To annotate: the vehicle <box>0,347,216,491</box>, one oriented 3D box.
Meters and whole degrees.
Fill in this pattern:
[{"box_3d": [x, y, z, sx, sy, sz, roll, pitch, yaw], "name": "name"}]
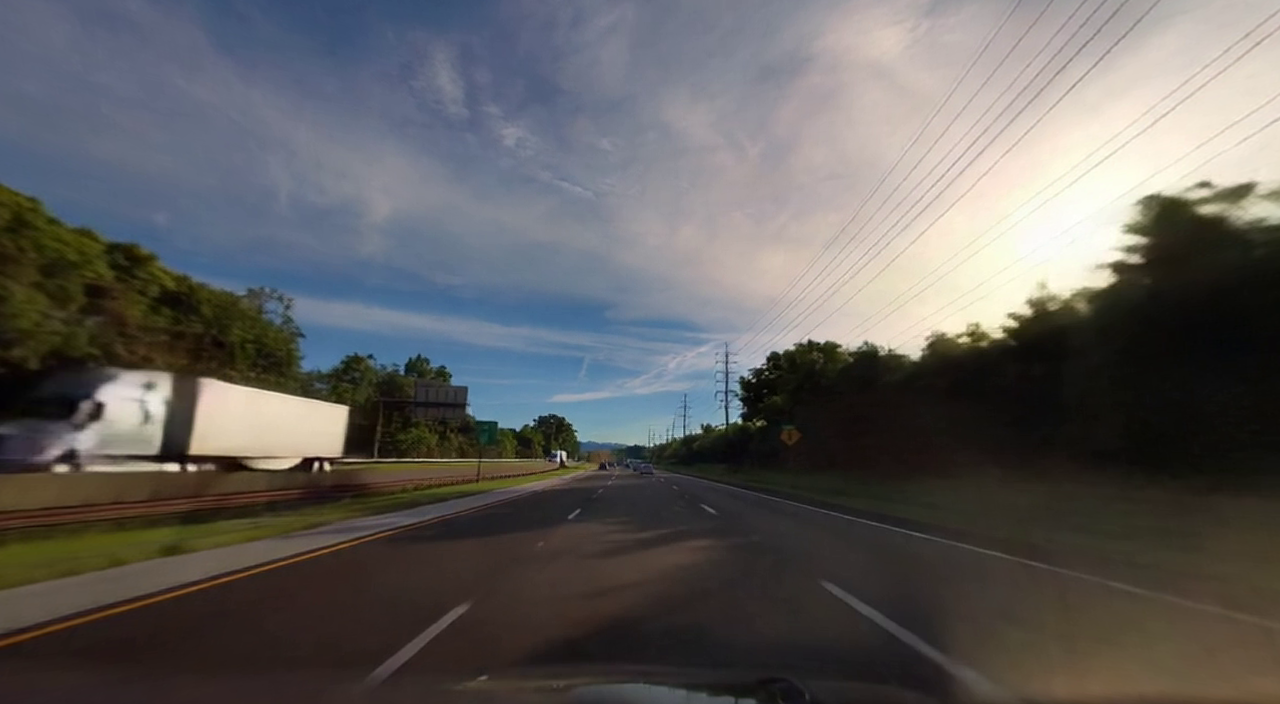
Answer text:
[{"box_3d": [-17.130, 2.311, 20.059, 2.964, 3.921, 5.816, 1, -10, -1], "name": "vehicle"}]
